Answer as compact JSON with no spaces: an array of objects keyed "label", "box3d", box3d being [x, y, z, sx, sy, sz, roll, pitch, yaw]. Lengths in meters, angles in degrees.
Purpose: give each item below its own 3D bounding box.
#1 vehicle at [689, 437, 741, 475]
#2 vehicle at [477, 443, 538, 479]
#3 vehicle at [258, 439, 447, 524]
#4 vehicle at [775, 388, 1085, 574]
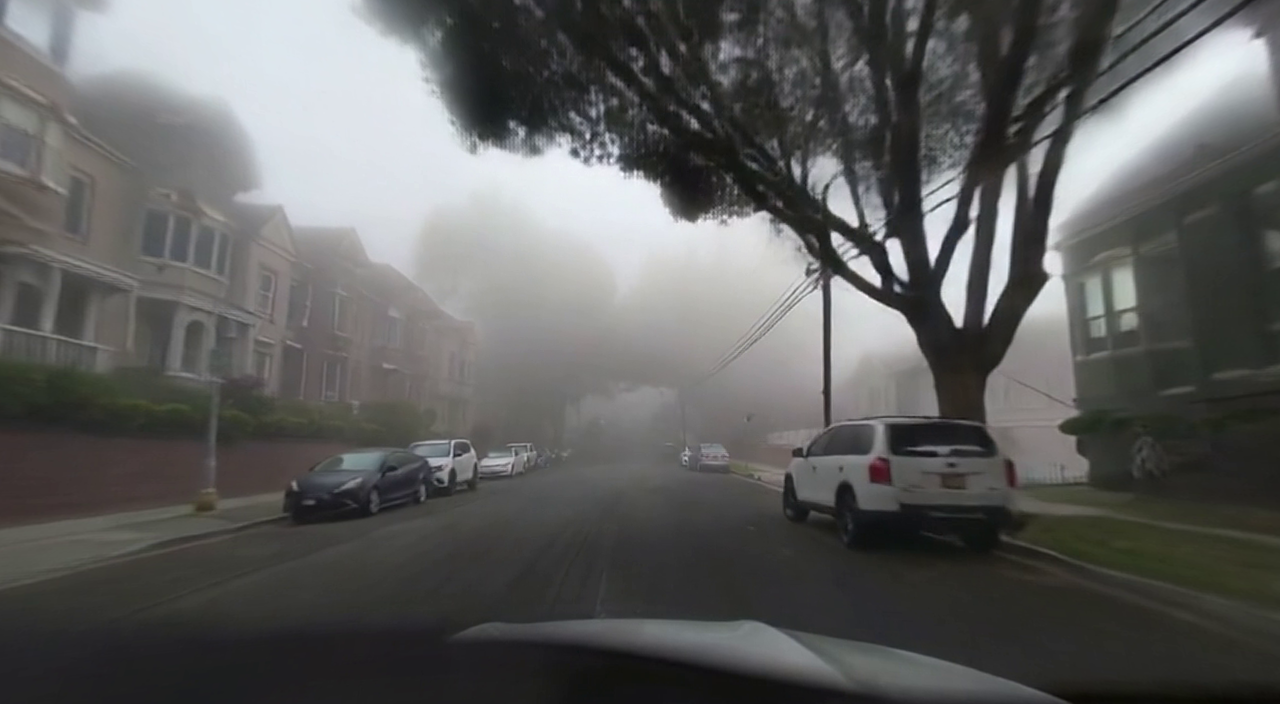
[{"label":"vehicle","box3d":[3.638,5.154,31.526,1.952,1.738,4.518,0,-9,-2]},{"label":"vehicle","box3d":[-5.875,4.875,28.477,2.003,1.489,4.051,0,-9,-3]},{"label":"vehicle","box3d":[-5.796,2.638,13.493,1.998,1.485,4.476,0,-9,-1]},{"label":"vehicle","box3d":[3.629,1.740,9.216,2.158,1.977,4.750,0,-9,-1]}]
